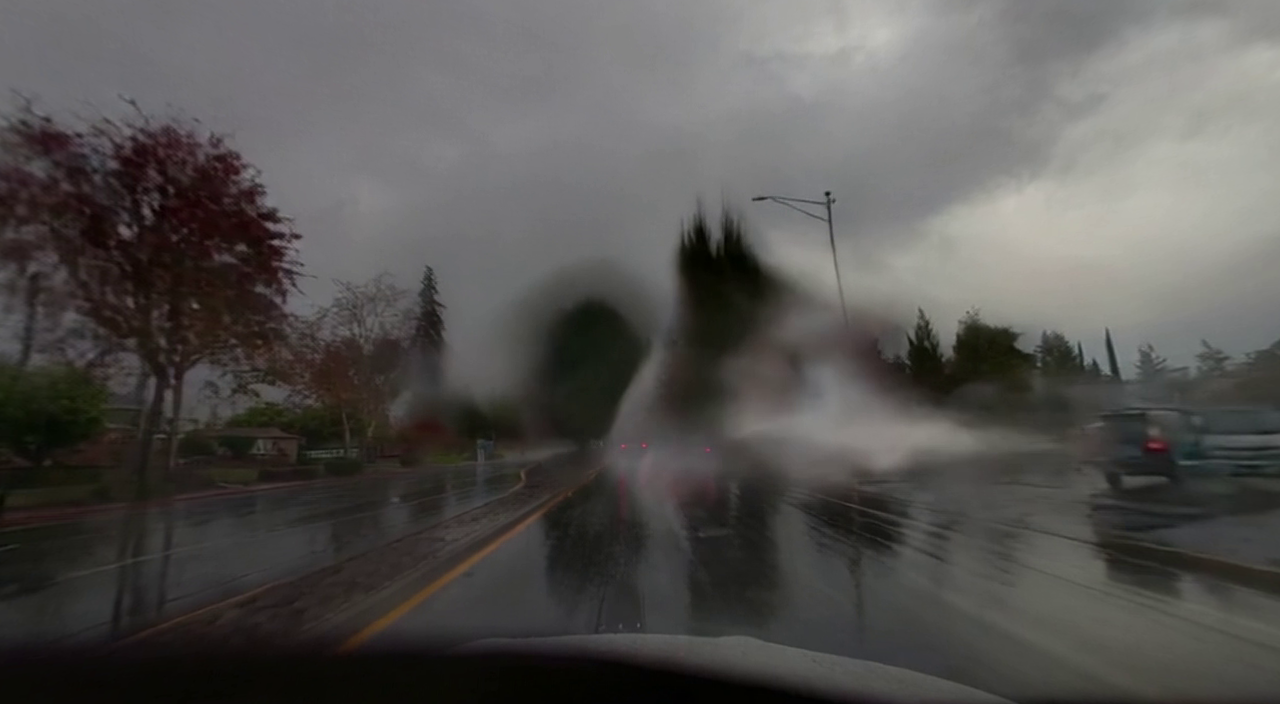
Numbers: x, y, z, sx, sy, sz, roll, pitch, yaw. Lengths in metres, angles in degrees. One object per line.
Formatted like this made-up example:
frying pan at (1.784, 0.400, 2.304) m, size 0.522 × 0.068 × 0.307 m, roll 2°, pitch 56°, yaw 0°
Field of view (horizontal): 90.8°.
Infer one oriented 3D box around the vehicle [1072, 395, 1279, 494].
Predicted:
vehicle at (11.157, 1.796, 12.232) m, size 2.047 × 1.682 × 4.074 m, roll 7°, pitch -11°, yaw -40°

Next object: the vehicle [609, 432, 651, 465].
vehicle at (-0.657, 6.034, 39.545) m, size 2.488 × 1.881 × 4.814 m, roll 0°, pitch -8°, yaw -1°

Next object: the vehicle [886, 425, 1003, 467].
vehicle at (11.415, 3.544, 23.837) m, size 1.799 × 1.431 × 3.486 m, roll 8°, pitch -11°, yaw -43°

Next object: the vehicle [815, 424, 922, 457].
vehicle at (11.308, 4.447, 31.515) m, size 4.557 × 1.509 × 1.971 m, roll -8°, pitch -12°, yaw 44°

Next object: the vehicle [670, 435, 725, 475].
vehicle at (2.466, 4.543, 28.026) m, size 2.003 × 1.614 × 4.072 m, roll 0°, pitch -8°, yaw -1°
